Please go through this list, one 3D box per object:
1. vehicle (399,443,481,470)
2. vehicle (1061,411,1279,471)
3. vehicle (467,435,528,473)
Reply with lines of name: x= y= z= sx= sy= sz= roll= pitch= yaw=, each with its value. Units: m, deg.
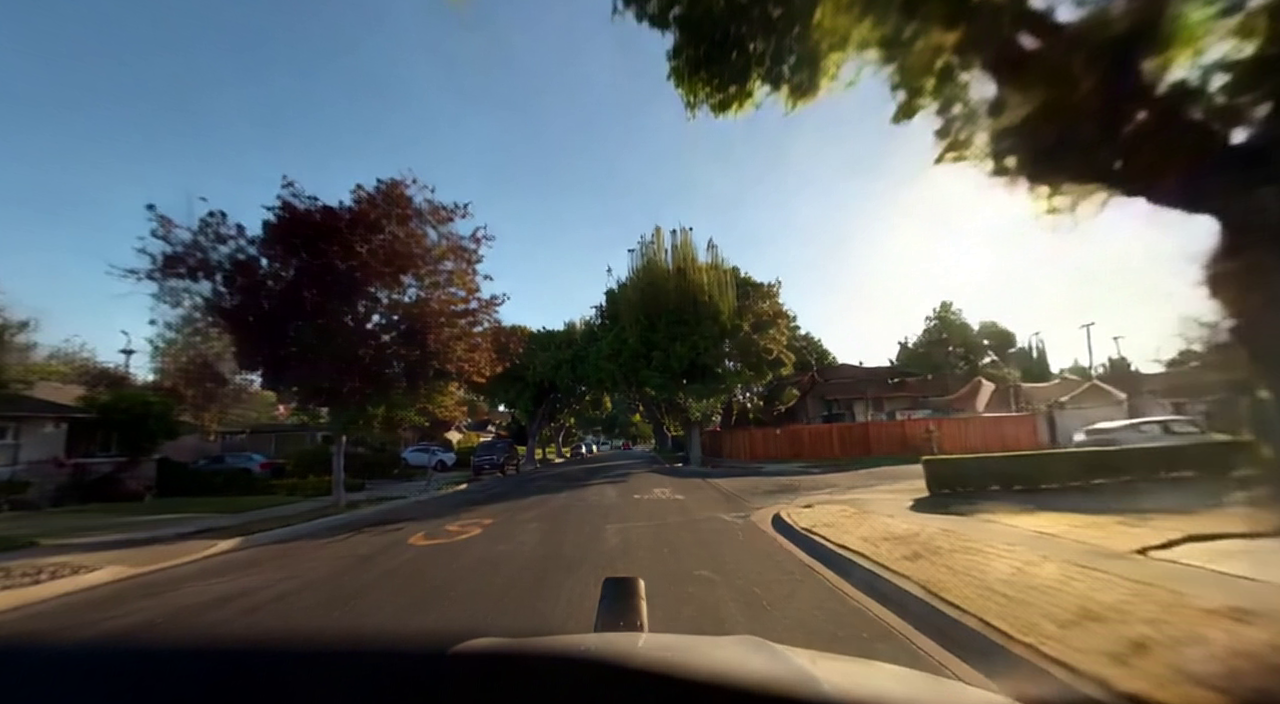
vehicle: x=-12.597 y=6.596 z=40.019 sx=4.538 sy=1.578 sz=2.000 roll=0 pitch=-8 yaw=1
vehicle: x=13.691 y=2.312 z=16.417 sx=4.086 sy=1.450 sz=1.830 roll=-1 pitch=-8 yaw=4
vehicle: x=-7.638 y=5.563 z=34.438 sx=2.091 sy=1.912 sz=4.598 roll=0 pitch=-9 yaw=2
